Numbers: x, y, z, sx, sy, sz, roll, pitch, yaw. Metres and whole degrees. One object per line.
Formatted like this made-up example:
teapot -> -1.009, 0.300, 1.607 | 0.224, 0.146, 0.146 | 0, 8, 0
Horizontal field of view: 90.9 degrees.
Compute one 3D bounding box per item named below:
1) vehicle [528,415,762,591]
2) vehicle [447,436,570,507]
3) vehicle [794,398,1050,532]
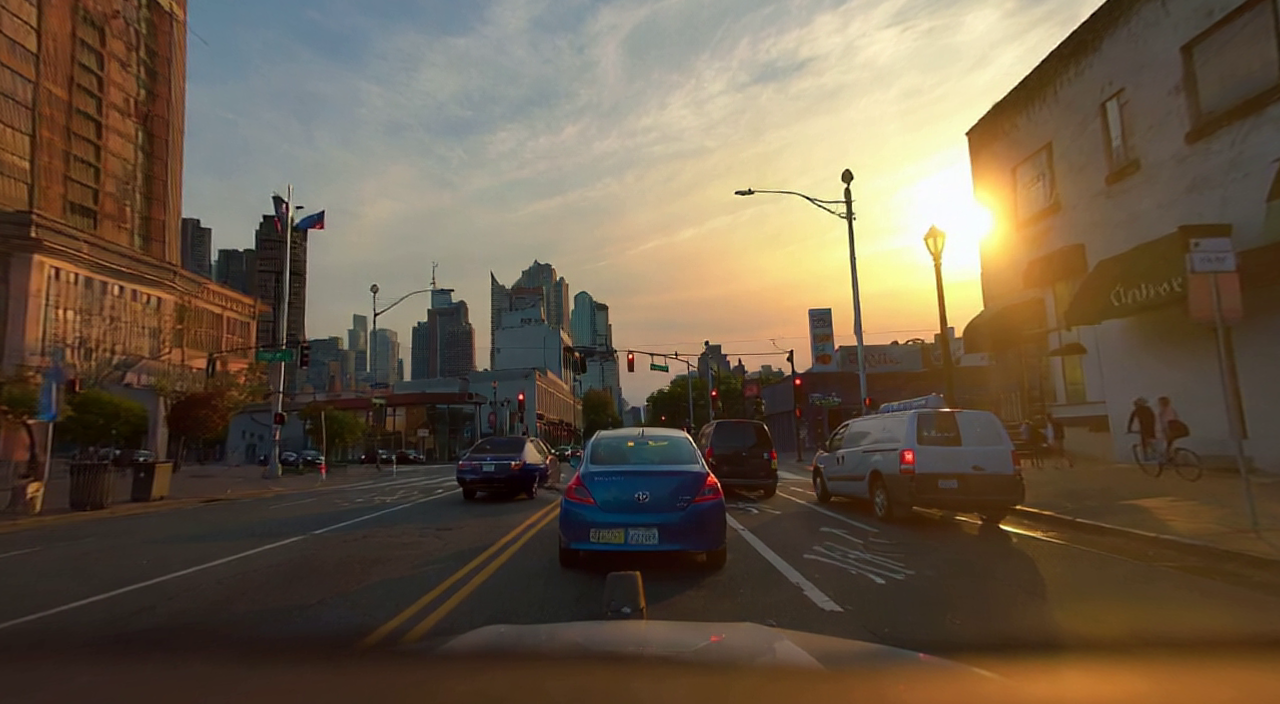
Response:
vehicle -> 0.031, 1.656, 7.724 | 2.091, 1.557, 4.000 | 0, -9, 0
vehicle -> -2.977, 2.815, 15.350 | 2.039, 1.452, 4.489 | 0, -9, 0
vehicle -> 4.499, 1.917, 11.153 | 2.142, 1.829, 4.767 | 0, -9, -2
